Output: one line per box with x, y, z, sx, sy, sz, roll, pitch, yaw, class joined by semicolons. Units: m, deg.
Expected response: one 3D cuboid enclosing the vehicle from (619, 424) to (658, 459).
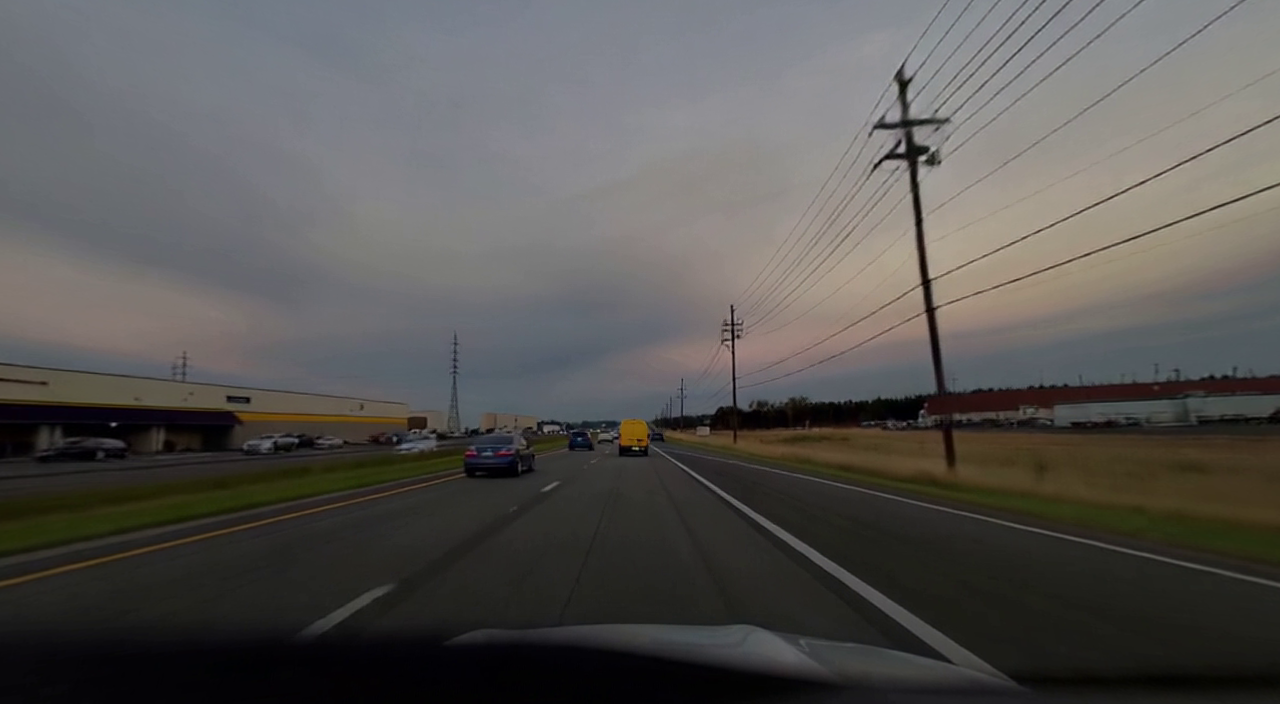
-0.118;5.521;38.785;2.213;1.997;4.456;0;-8;-1;vehicle

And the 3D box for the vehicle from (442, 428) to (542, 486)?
-4.338;3.133;19.129;2.058;1.557;4.125;0;-8;0;vehicle

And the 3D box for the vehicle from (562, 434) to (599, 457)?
-4.063;6.482;43.677;2.087;1.464;4.853;0;-8;-1;vehicle
